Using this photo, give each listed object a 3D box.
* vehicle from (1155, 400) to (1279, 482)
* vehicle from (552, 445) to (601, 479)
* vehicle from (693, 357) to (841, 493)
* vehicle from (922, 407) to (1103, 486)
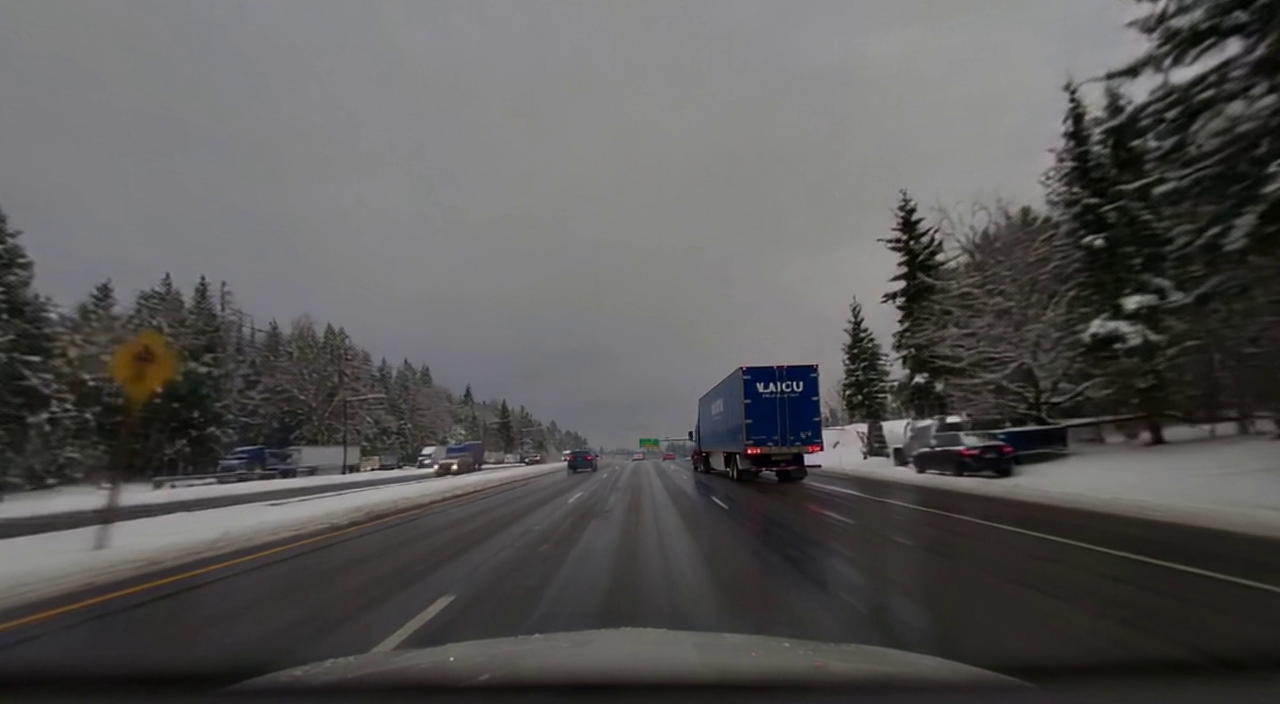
[{"bbox_3d":[34.462,4.541,32.459,2.942,4.130,11.672,7,-12,-44],"label":"vehicle"},{"bbox_3d":[-3.252,5.754,33.158,2.107,1.626,4.804,0,-9,-1],"label":"vehicle"},{"bbox_3d":[4.368,3.235,25.940,2.847,4.075,14.244,0,-9,-1],"label":"vehicle"},{"bbox_3d":[17.773,4.705,31.300,2.809,3.269,10.050,0,-9,0],"label":"vehicle"}]
